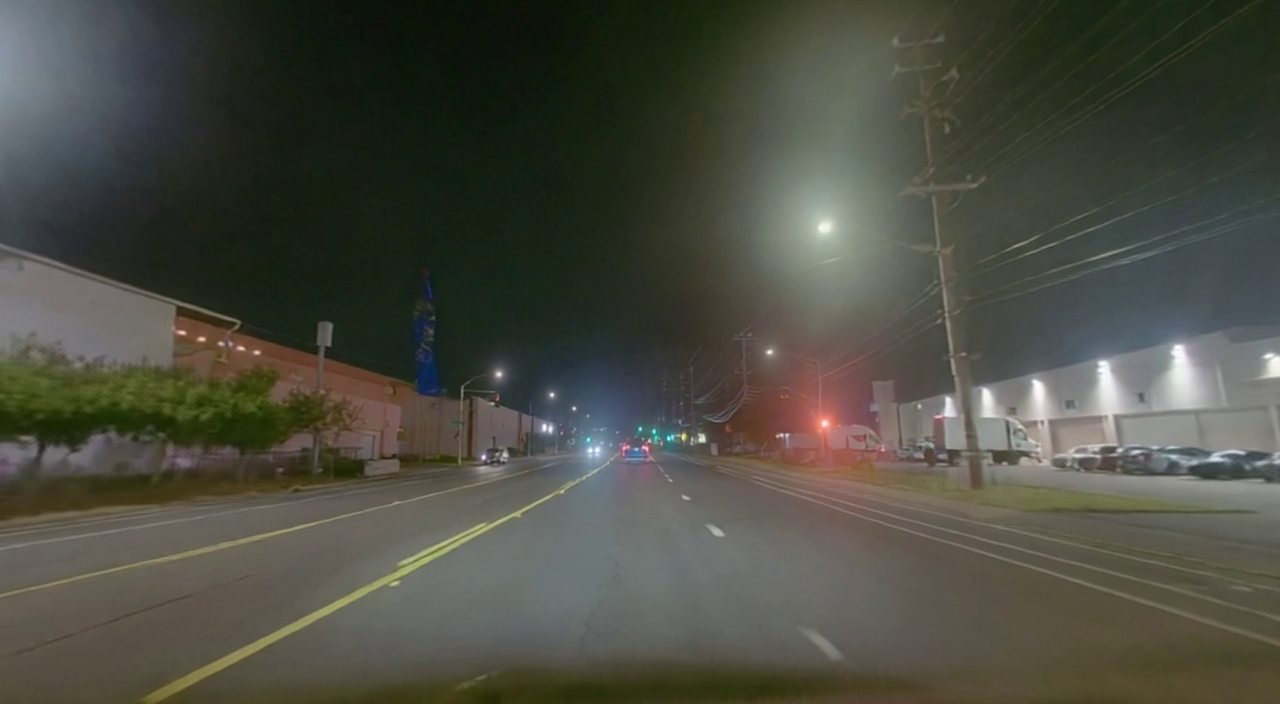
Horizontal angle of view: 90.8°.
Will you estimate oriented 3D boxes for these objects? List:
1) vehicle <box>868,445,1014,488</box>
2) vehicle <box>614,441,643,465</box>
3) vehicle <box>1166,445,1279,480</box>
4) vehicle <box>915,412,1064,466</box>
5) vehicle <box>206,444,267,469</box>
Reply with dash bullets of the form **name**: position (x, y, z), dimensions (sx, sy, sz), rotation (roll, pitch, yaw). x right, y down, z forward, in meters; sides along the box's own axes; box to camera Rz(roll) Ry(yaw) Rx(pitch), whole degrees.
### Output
- **vehicle**: position (11.768, 4.486, 24.954), dimensions (4.758, 1.496, 1.871), rotation (-1, -9, -1)
- **vehicle**: position (-0.753, 7.057, 44.208), dimensions (1.937, 1.588, 3.746), rotation (0, -8, 0)
- **vehicle**: position (25.798, 4.755, 27.420), dimensions (4.134, 1.441, 1.836), rotation (-1, -8, 2)
- **vehicle**: position (24.665, 6.208, 44.968), dimensions (8.701, 3.665, 2.906), rotation (0, -8, 1)
- **vehicle**: position (-31.606, 8.138, 49.460), dimensions (4.992, 1.876, 2.169), rotation (-6, -10, 35)
